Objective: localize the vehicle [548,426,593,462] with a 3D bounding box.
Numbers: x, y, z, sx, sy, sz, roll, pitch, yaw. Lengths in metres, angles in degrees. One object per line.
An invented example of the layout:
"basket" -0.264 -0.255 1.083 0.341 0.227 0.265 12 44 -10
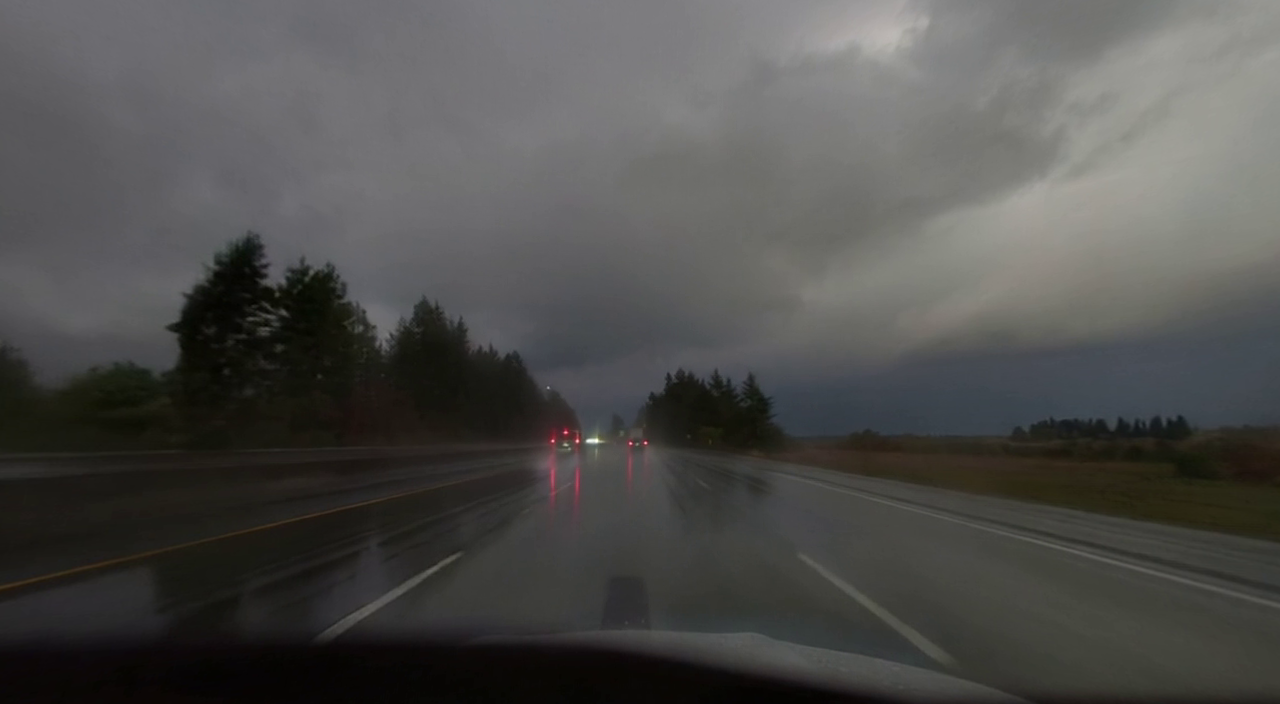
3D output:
"vehicle" -4.160 5.660 38.602 2.241 2.034 4.890 0 -8 0
